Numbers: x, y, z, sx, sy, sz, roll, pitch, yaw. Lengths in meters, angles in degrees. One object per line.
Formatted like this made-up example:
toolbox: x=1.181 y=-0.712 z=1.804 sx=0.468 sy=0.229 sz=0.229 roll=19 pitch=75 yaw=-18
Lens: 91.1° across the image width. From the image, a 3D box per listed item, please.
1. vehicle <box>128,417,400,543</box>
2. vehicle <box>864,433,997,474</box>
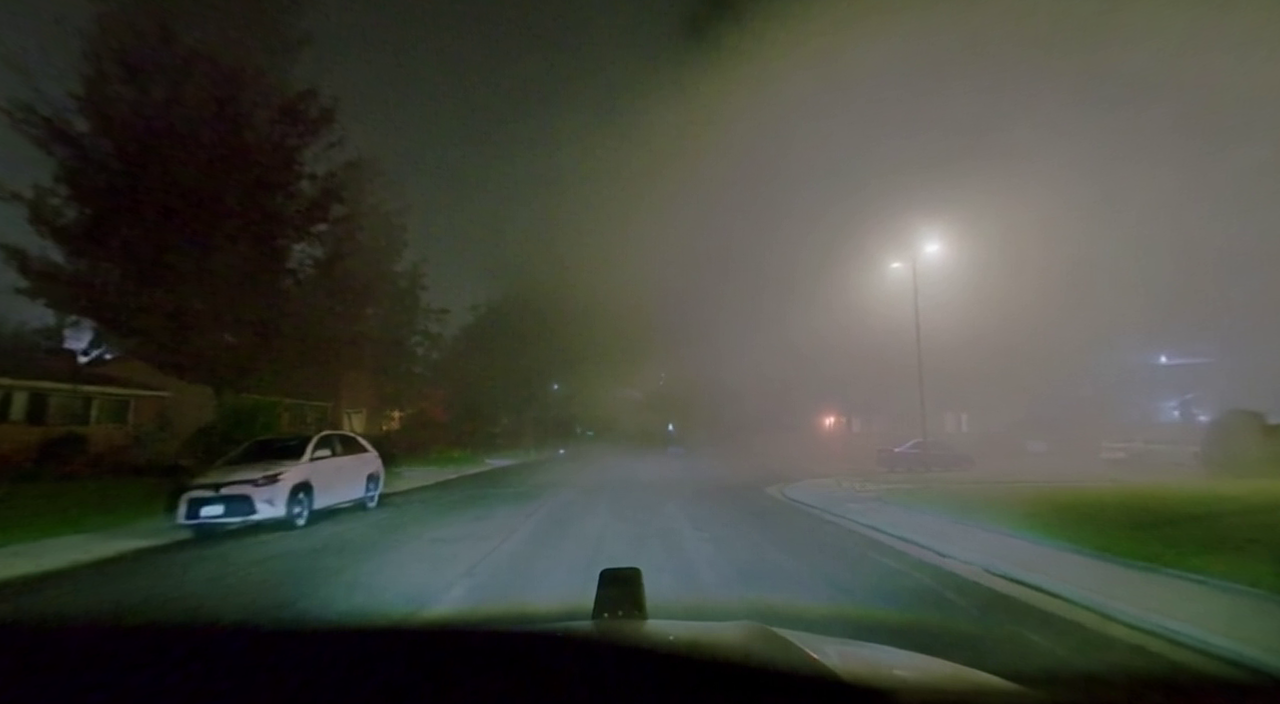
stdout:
vehicle: x=-6.048 y=2.084 z=10.883 sx=1.998 sy=1.742 sz=4.210 roll=0 pitch=-8 yaw=1
vehicle: x=12.405 y=4.317 z=26.987 sx=4.708 sy=1.527 sz=2.113 roll=0 pitch=-8 yaw=-10
